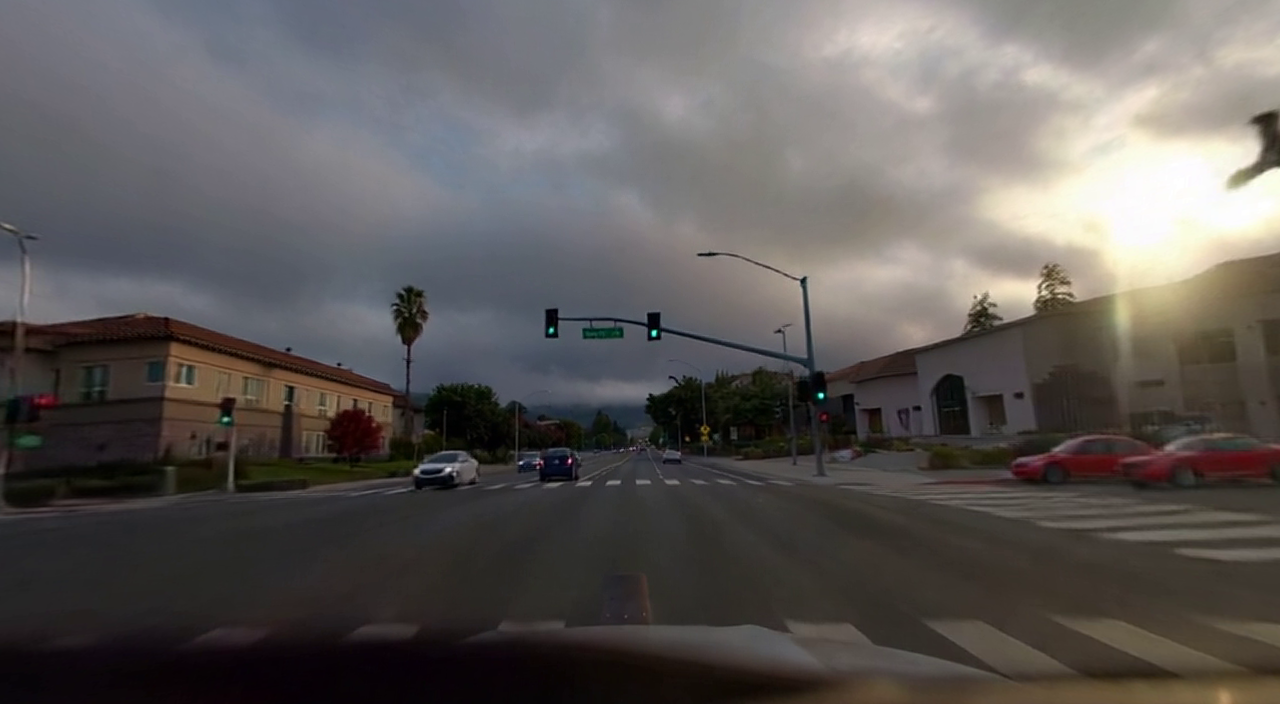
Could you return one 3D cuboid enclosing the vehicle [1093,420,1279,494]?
[{"bbox_3d":[14.196,2.509,15.429,4.634,1.449,1.936,-3,-7,0],"label":"vehicle"}]

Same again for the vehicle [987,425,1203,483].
[{"bbox_3d":[13.224,2.995,18.592,4.668,1.568,2.111,0,-8,2],"label":"vehicle"}]

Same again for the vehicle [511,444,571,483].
[{"bbox_3d":[-4.696,5.304,30.384,2.070,1.481,4.266,-5,-7,0],"label":"vehicle"}]

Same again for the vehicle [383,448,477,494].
[{"bbox_3d":[-7.598,4.323,23.287,1.974,1.521,4.197,0,-9,0],"label":"vehicle"}]
